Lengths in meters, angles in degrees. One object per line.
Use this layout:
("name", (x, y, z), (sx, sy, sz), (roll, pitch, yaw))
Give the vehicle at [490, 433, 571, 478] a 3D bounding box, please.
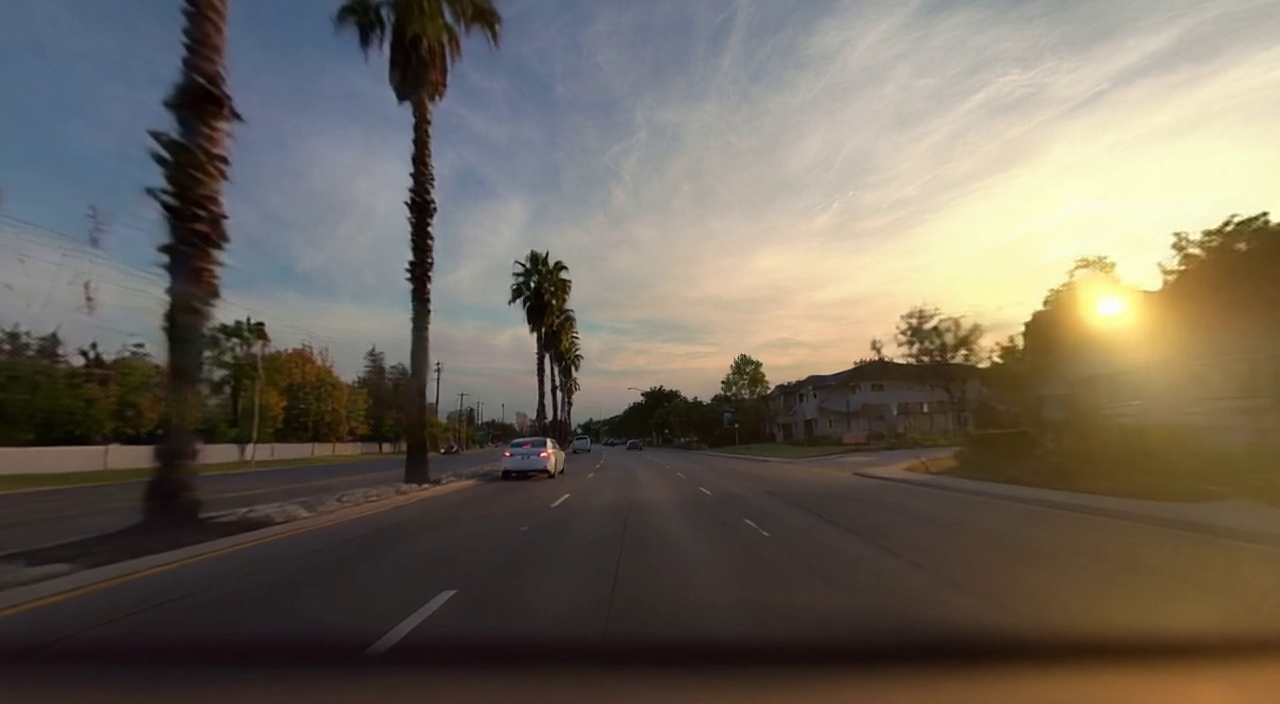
("vehicle", (-3.840, 3.732, 22.995), (2.108, 1.475, 4.555), (0, -8, 0))
